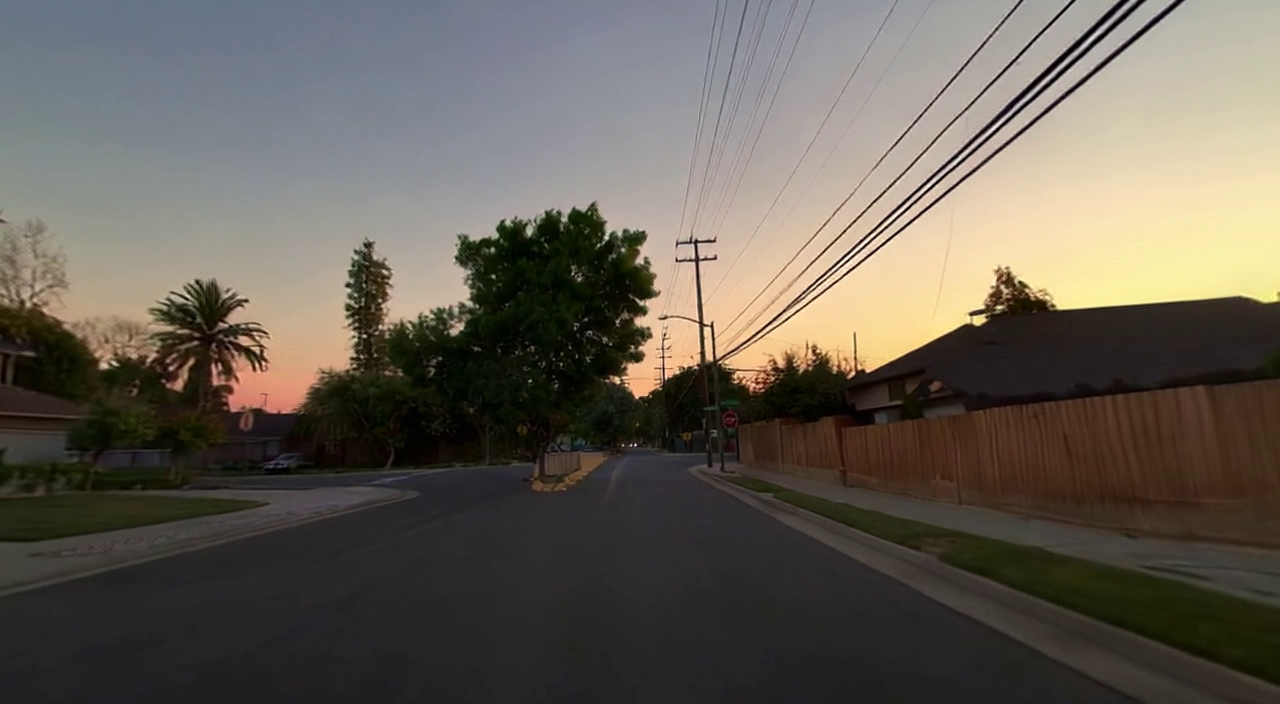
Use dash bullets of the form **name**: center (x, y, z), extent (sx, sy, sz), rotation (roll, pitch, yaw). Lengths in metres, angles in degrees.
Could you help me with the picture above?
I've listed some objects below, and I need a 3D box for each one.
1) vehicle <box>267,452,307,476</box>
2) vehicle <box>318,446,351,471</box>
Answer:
- **vehicle**: center (-24.272, 7.650, 43.582), extent (1.955, 1.448, 4.542), rotation (3, -9, -24)
- **vehicle**: center (-23.932, 8.310, 49.602), extent (2.083, 1.802, 4.455), rotation (4, -9, -24)
